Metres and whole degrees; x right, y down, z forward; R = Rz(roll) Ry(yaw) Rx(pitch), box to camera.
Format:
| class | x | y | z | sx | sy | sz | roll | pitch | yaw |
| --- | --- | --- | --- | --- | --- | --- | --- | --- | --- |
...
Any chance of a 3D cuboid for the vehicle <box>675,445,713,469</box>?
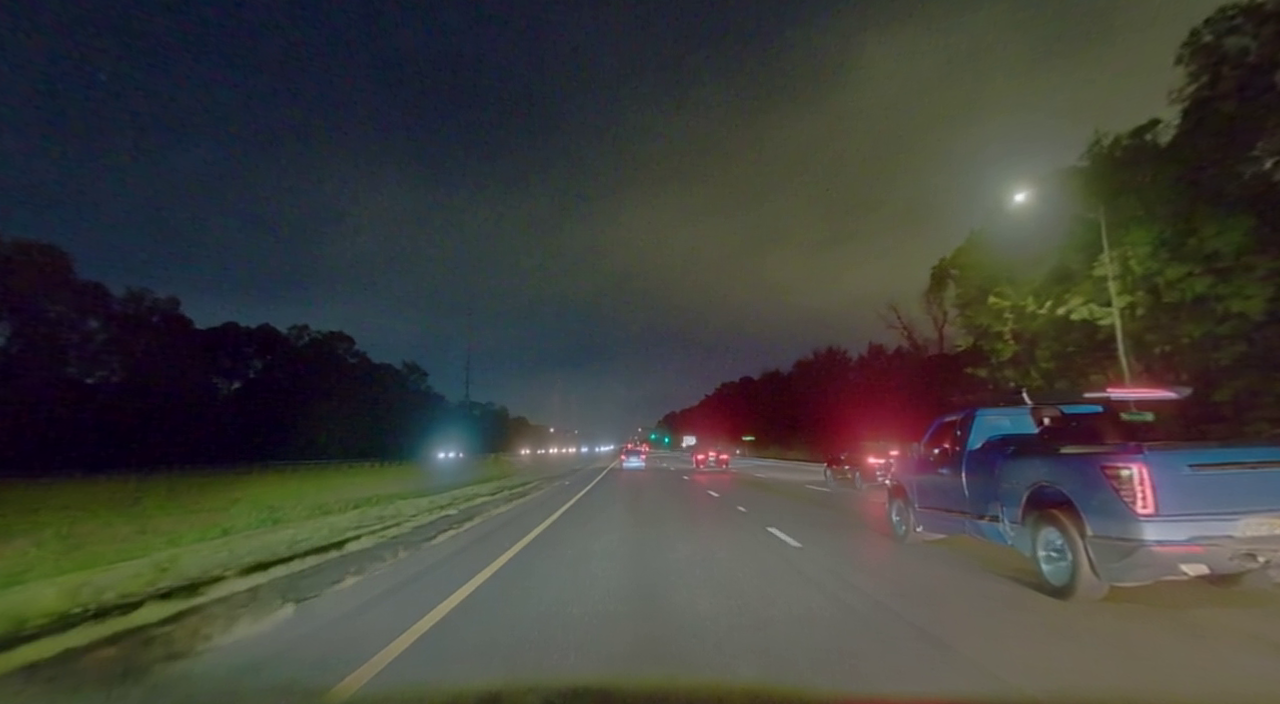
| class | x | y | z | sx | sy | sz | roll | pitch | yaw |
| --- | --- | --- | --- | --- | --- | --- | --- | --- | --- |
| vehicle | 3.396 | 6.720 | 40.688 | 1.978 | 1.488 | 4.252 | 0 | -8 | -1 |

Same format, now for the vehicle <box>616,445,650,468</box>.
| class | x | y | z | sx | sy | sz | roll | pitch | yaw |
| --- | --- | --- | --- | --- | --- | --- | --- | --- | --- |
| vehicle | -0.447 | 6.785 | 41.183 | 2.085 | 1.449 | 3.860 | 0 | -8 | -1 |

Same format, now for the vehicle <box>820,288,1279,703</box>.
| class | x | y | z | sx | sy | sz | roll | pitch | yaw |
| --- | --- | --- | --- | --- | --- | --- | --- | --- | --- |
| vehicle | 3.798 | 1.147 | 5.739 | 2.461 | 2.013 | 6.075 | 0 | -8 | -1 |
